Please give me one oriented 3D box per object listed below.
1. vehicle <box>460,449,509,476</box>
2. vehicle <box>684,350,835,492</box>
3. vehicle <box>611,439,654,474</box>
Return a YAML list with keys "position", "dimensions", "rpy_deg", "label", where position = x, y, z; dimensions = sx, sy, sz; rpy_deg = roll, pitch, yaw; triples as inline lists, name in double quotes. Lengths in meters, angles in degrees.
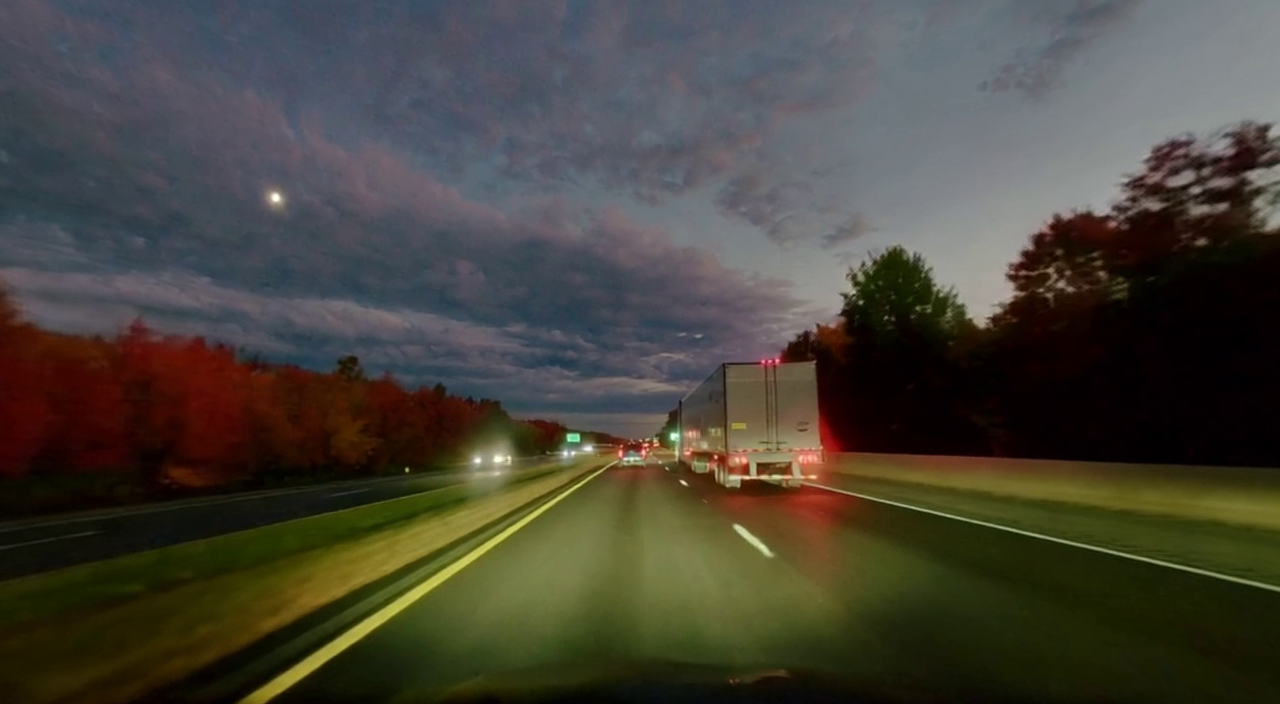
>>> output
- position: [-9.347, 6.682, 38.003]
  dimensions: [1.994, 1.505, 4.005]
  rpy_deg: [0, -9, -1]
  label: "vehicle"
- position: [3.891, 2.970, 24.841]
  dimensions: [3.068, 4.042, 13.787]
  rpy_deg: [0, -9, -1]
  label: "vehicle"
- position: [-0.399, 5.472, 33.141]
  dimensions: [2.151, 1.693, 4.201]
  rpy_deg: [0, -9, 0]
  label: "vehicle"
